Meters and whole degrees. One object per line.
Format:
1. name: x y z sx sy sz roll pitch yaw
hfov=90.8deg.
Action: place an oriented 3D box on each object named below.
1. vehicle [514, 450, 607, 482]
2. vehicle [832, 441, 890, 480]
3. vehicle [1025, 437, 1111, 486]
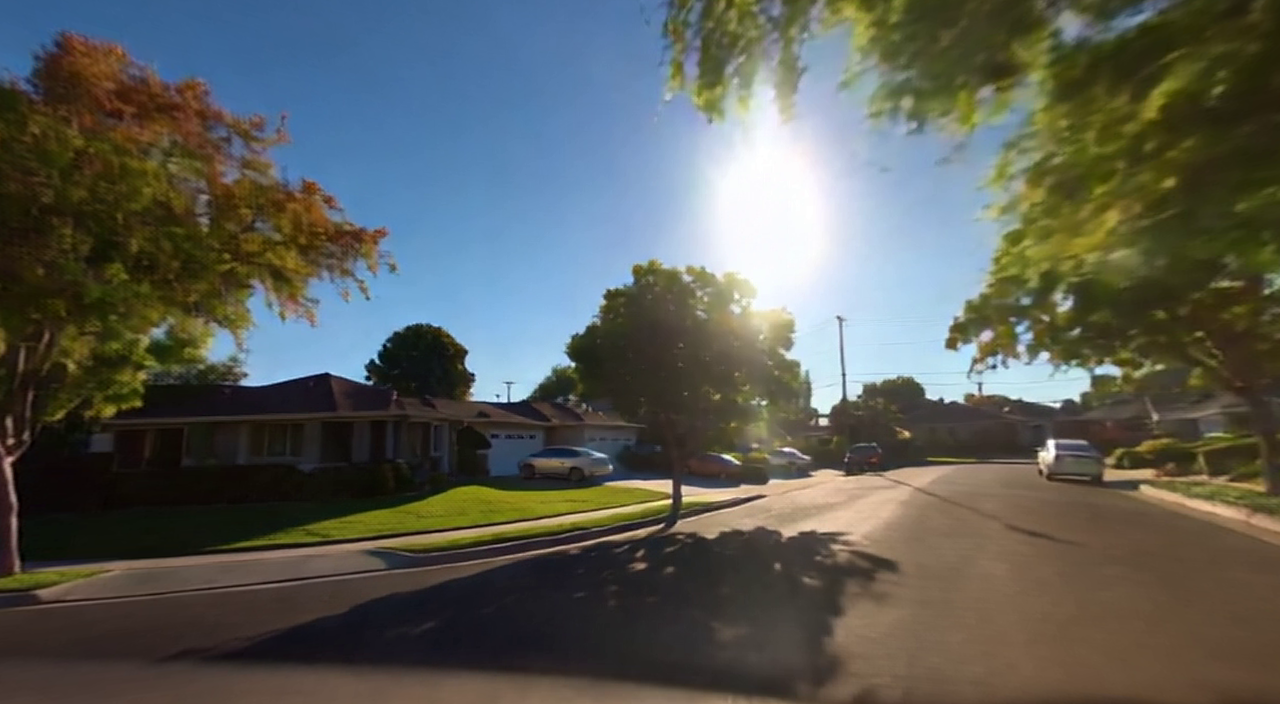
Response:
1. vehicle: -4.075 5.782 32.239 4.404 1.495 1.844 -5 -10 28
2. vehicle: 12.566 6.083 35.735 2.208 1.834 4.675 -11 -12 26
3. vehicle: 15.506 3.918 23.100 2.005 1.553 3.984 -2 -8 26
